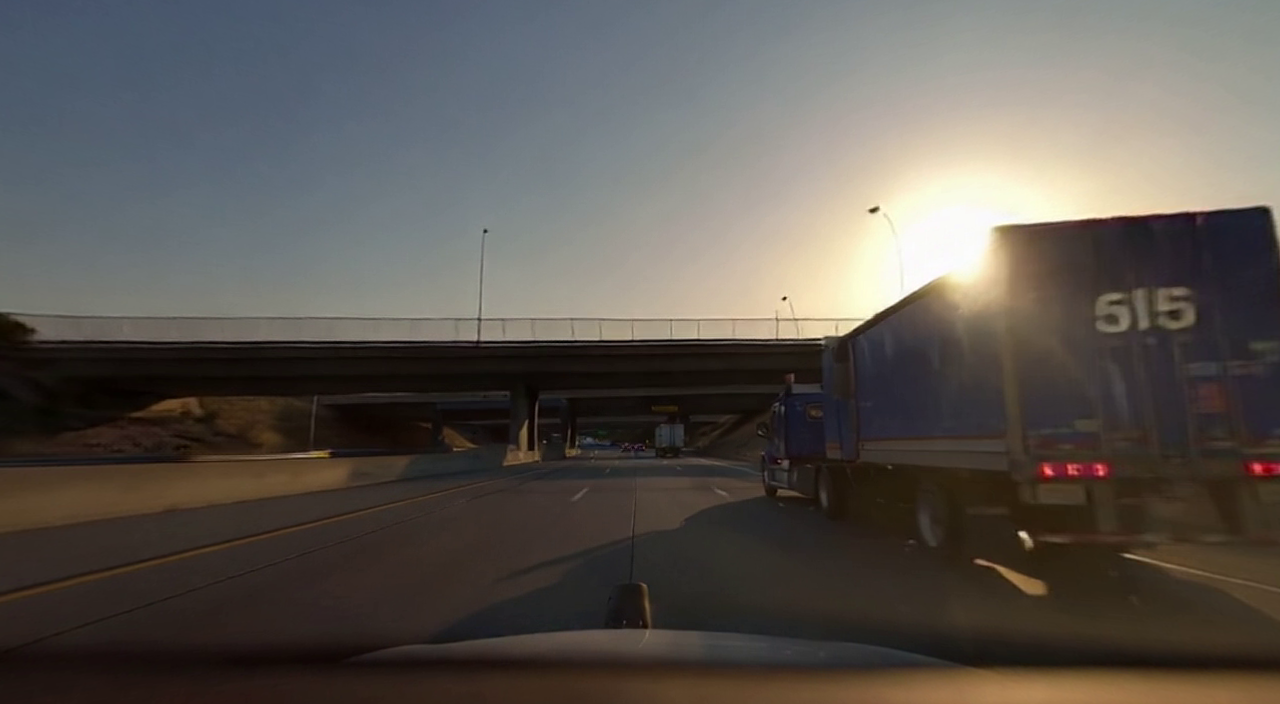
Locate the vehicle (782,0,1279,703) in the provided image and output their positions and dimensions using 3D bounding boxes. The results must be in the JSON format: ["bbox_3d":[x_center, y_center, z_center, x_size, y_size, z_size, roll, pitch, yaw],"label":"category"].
[{"bbox_3d":[4.556,0.672,8.199,3.107,3.718,10.231,0,-9,0],"label":"vehicle"}]
